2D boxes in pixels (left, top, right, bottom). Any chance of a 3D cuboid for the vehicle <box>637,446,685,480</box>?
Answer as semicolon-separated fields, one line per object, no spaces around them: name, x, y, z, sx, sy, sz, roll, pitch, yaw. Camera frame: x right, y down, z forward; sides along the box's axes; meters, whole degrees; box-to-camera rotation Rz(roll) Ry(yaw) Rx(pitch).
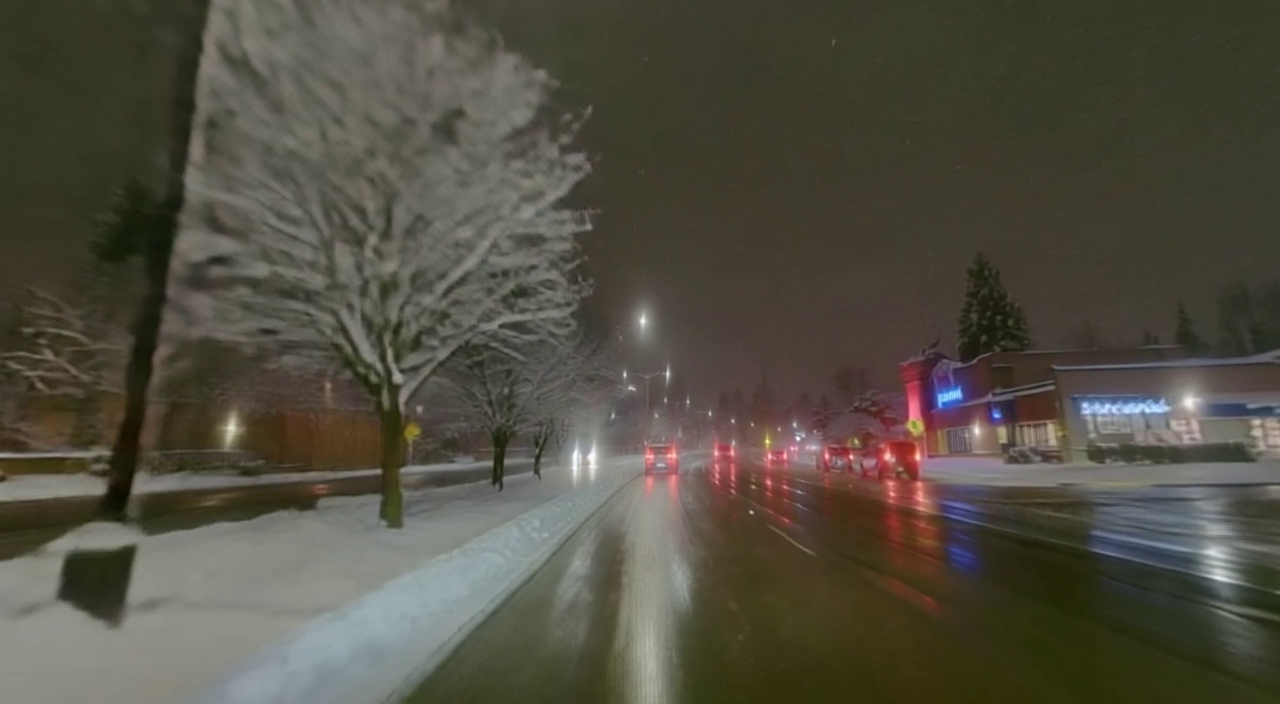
vehicle;1.045;5.150;29.596;2.095;1.456;3.873;-1;-9;4
